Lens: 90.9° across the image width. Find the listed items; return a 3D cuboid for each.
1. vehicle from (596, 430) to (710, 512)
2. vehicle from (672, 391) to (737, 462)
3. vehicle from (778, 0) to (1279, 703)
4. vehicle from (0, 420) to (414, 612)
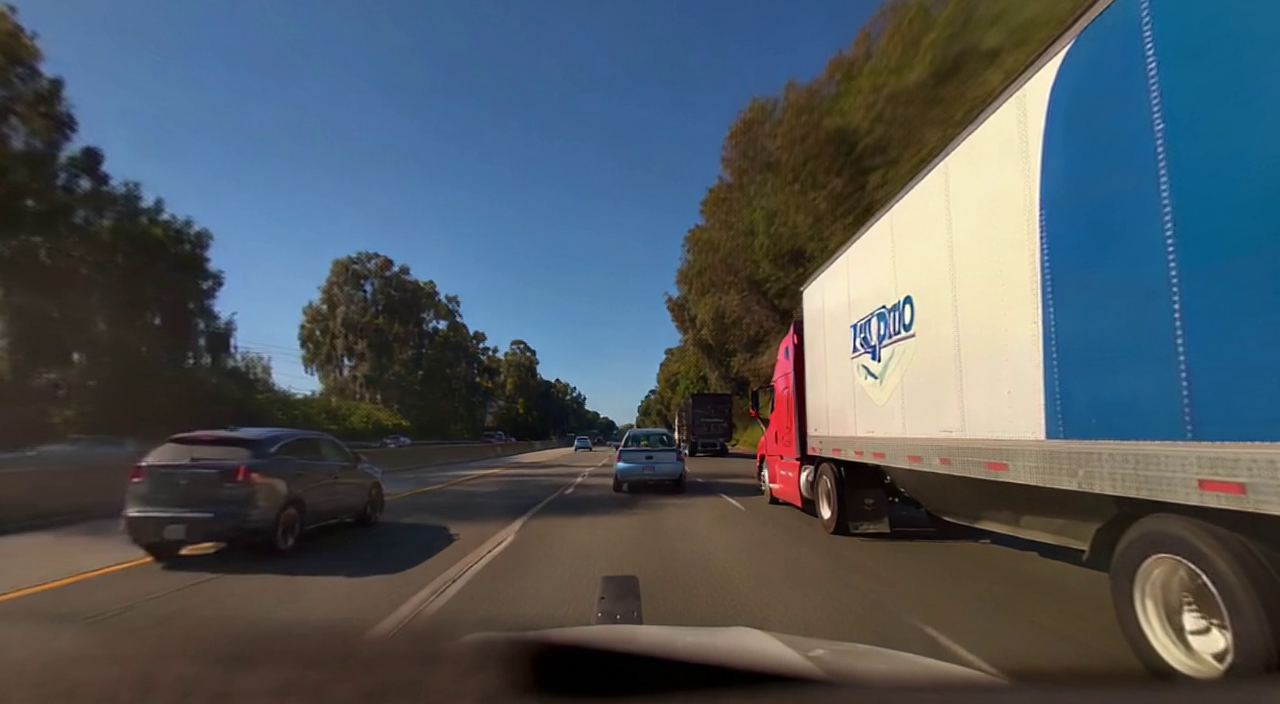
[{"bbox_3d":[0.218,2.365,13.059,2.021,1.435,3.611,0,-8,0],"label":"vehicle"},{"bbox_3d":[4.050,5.166,43.037,2.869,4.067,13.731,0,-8,0],"label":"vehicle"},{"bbox_3d":[4.186,0.028,5.203,2.816,4.070,14.136,0,-8,0],"label":"vehicle"},{"bbox_3d":[-4.391,1.551,7.084,2.048,1.452,4.430,0,-8,0],"label":"vehicle"}]
